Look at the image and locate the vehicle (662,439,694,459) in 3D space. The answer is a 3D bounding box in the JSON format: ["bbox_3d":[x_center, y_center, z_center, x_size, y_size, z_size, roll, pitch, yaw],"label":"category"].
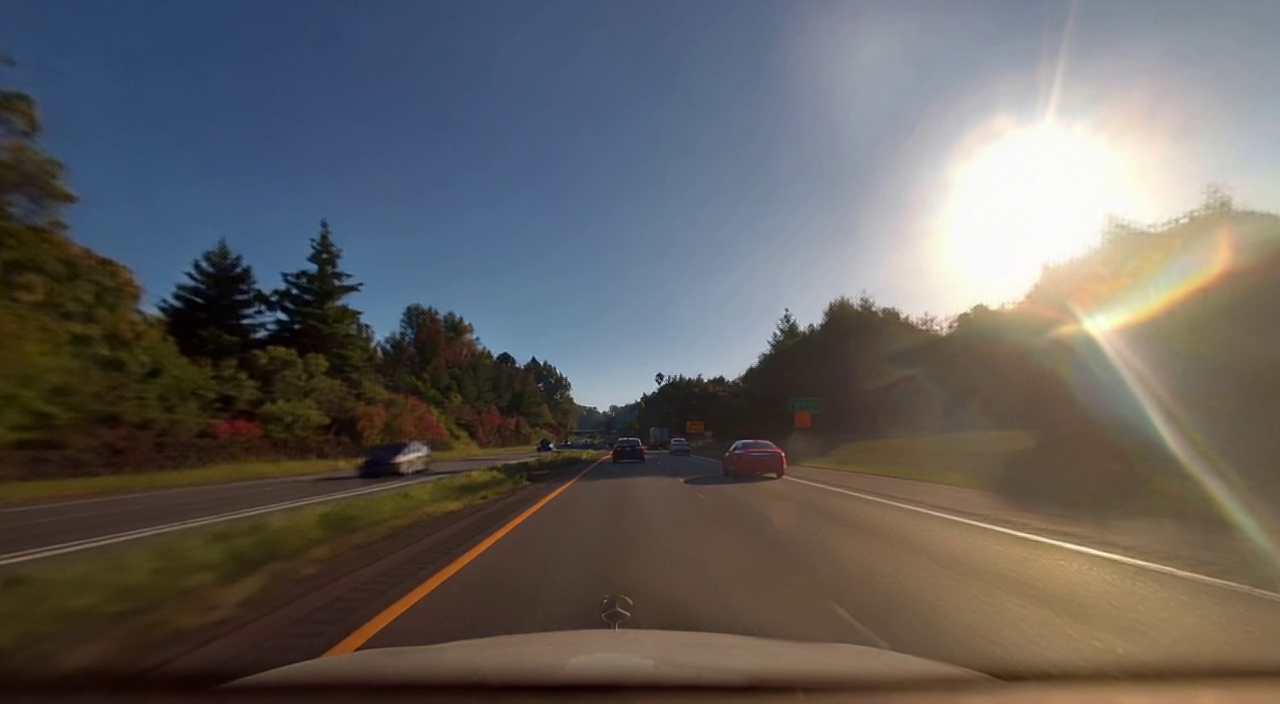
[{"bbox_3d":[2.863,7.385,48.239,2.004,1.469,4.472,0,-8,-2],"label":"vehicle"}]

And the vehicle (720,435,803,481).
[{"bbox_3d":[4.398,3.879,23.508,2.066,1.526,4.216,0,-8,-3],"label":"vehicle"}]

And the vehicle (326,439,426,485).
[{"bbox_3d":[-9.306,3.876,22.631,1.895,1.453,4.000,0,-8,-1],"label":"vehicle"}]

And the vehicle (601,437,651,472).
[{"bbox_3d":[-0.636,4.657,28.916,2.143,1.466,3.693,0,-8,-1],"label":"vehicle"}]
